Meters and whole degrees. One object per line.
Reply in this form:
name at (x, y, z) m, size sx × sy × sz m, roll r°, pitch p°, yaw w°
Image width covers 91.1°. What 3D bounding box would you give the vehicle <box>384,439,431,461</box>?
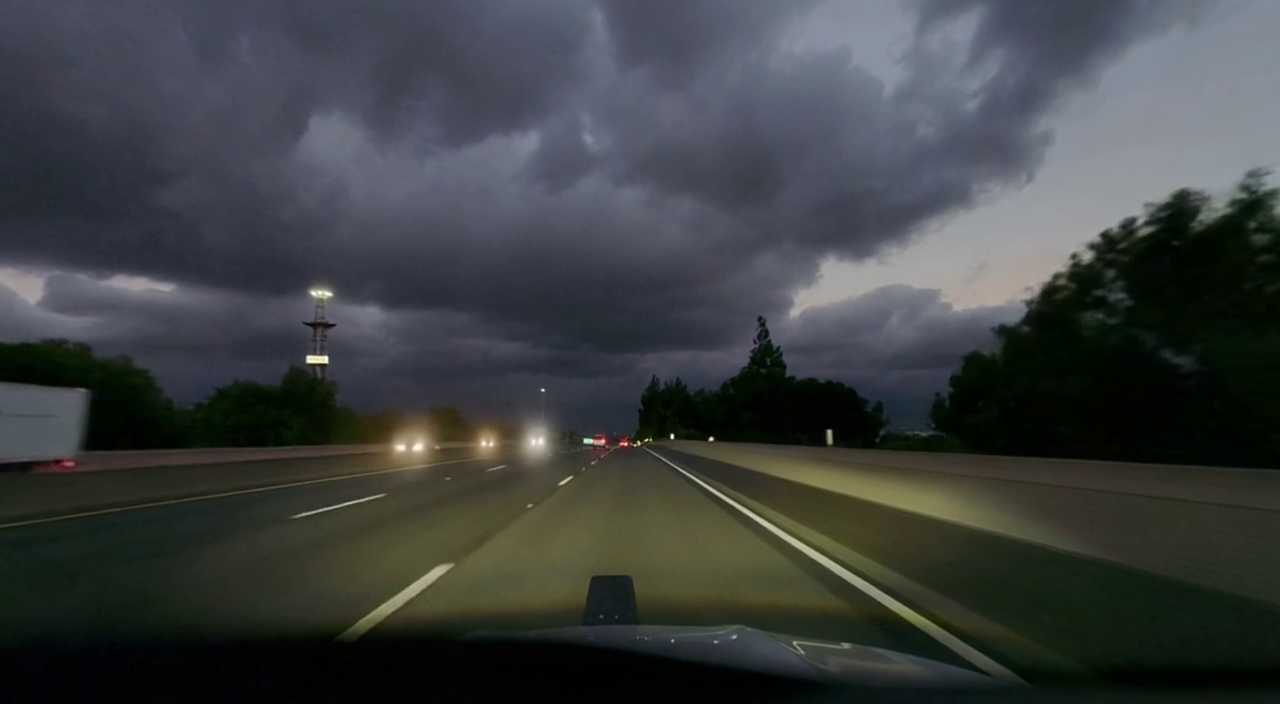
vehicle at (-16.875, 7.118, 45.807) m, size 1.906 × 1.533 × 4.183 m, roll 0°, pitch -8°, yaw -1°
